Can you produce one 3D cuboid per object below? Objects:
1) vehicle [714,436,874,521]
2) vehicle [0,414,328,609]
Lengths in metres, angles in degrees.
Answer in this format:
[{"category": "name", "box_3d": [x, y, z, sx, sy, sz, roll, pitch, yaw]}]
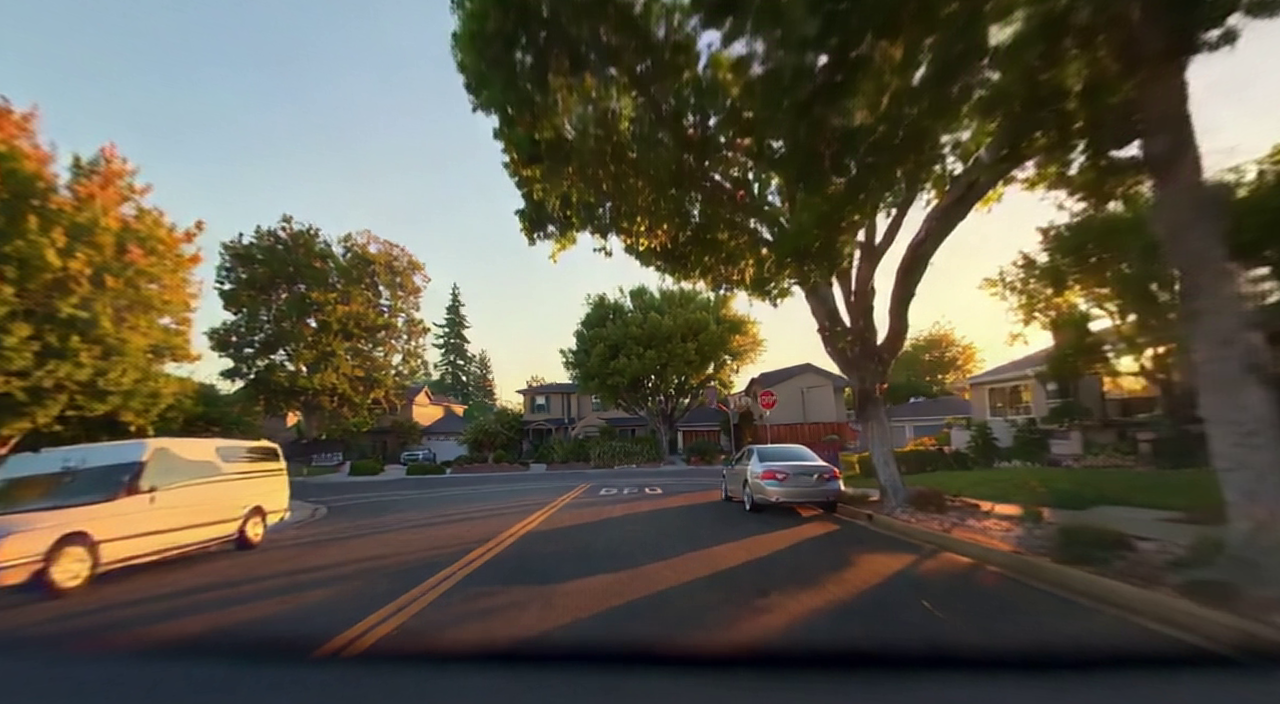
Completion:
[{"category": "vehicle", "box_3d": [3.013, 2.594, 13.550, 2.167, 1.479, 4.597, 0, -9, -1]}, {"category": "vehicle", "box_3d": [-6.914, 1.983, 8.899, 2.225, 1.817, 5.731, -2, -8, -1]}]
